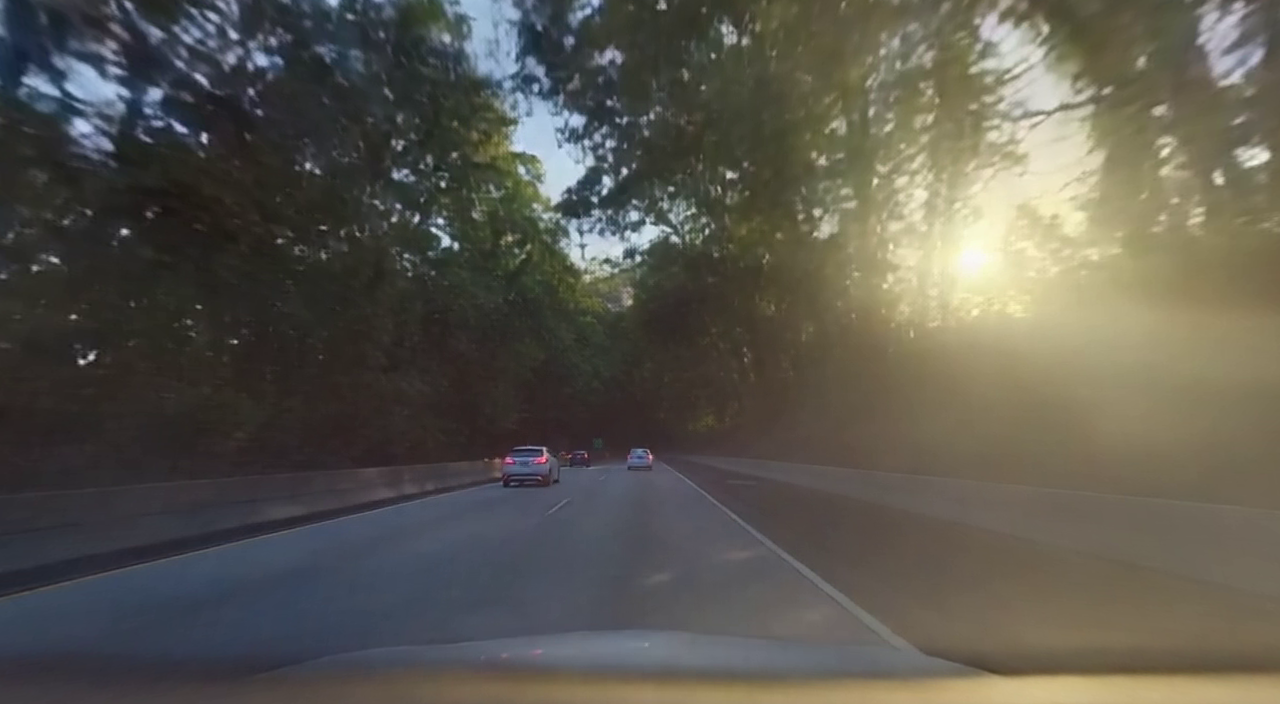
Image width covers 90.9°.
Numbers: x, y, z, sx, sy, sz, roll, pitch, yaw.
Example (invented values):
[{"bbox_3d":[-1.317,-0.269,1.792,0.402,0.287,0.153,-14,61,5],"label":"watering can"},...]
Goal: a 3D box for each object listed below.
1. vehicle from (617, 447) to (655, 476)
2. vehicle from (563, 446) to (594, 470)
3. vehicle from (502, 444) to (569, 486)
[{"bbox_3d":[-0.216,6.095,35.283,2.001,1.490,3.914,0,-9,0],"label":"vehicle"},{"bbox_3d":[-4.504,7.780,46.366,1.834,1.615,3.624,0,-9,1],"label":"vehicle"},{"bbox_3d":[-4.134,4.541,25.584,1.978,1.538,3.755,0,-9,1],"label":"vehicle"}]
